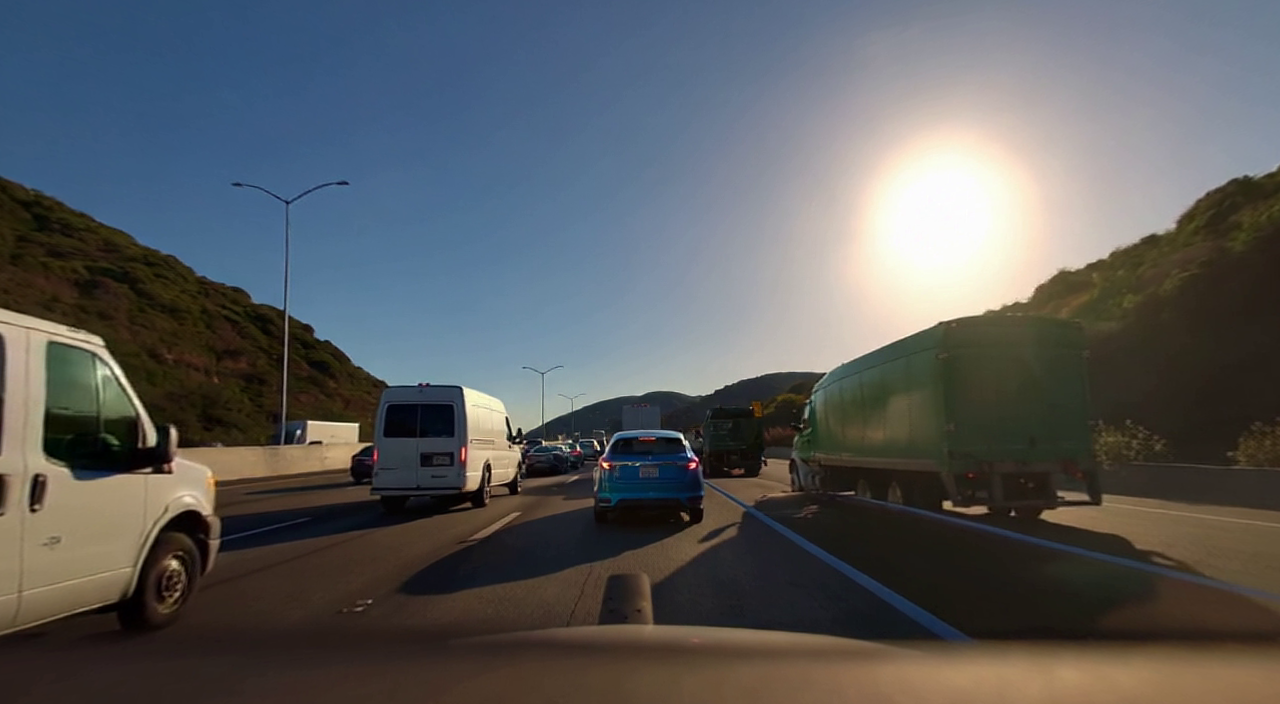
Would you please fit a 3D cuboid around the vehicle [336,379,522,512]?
[{"bbox_3d":[-4.561,2.194,14.923,2.300,2.522,5.701,-1,-8,1],"label":"vehicle"}]

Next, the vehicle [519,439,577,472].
[{"bbox_3d":[-4.298,4.922,30.231,2.007,1.457,4.447,-1,-8,1],"label":"vehicle"}]

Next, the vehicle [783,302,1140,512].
[{"bbox_3d":[7.226,1.798,17.288,2.977,3.878,11.111,0,-8,-6],"label":"vehicle"}]

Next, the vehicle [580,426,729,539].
[{"bbox_3d":[0.153,2.051,10.506,2.003,1.499,3.930,0,-8,-1],"label":"vehicle"}]

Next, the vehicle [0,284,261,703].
[{"bbox_3d":[-4.256,0.622,2.403,2.195,2.086,5.445,0,-8,0],"label":"vehicle"}]
